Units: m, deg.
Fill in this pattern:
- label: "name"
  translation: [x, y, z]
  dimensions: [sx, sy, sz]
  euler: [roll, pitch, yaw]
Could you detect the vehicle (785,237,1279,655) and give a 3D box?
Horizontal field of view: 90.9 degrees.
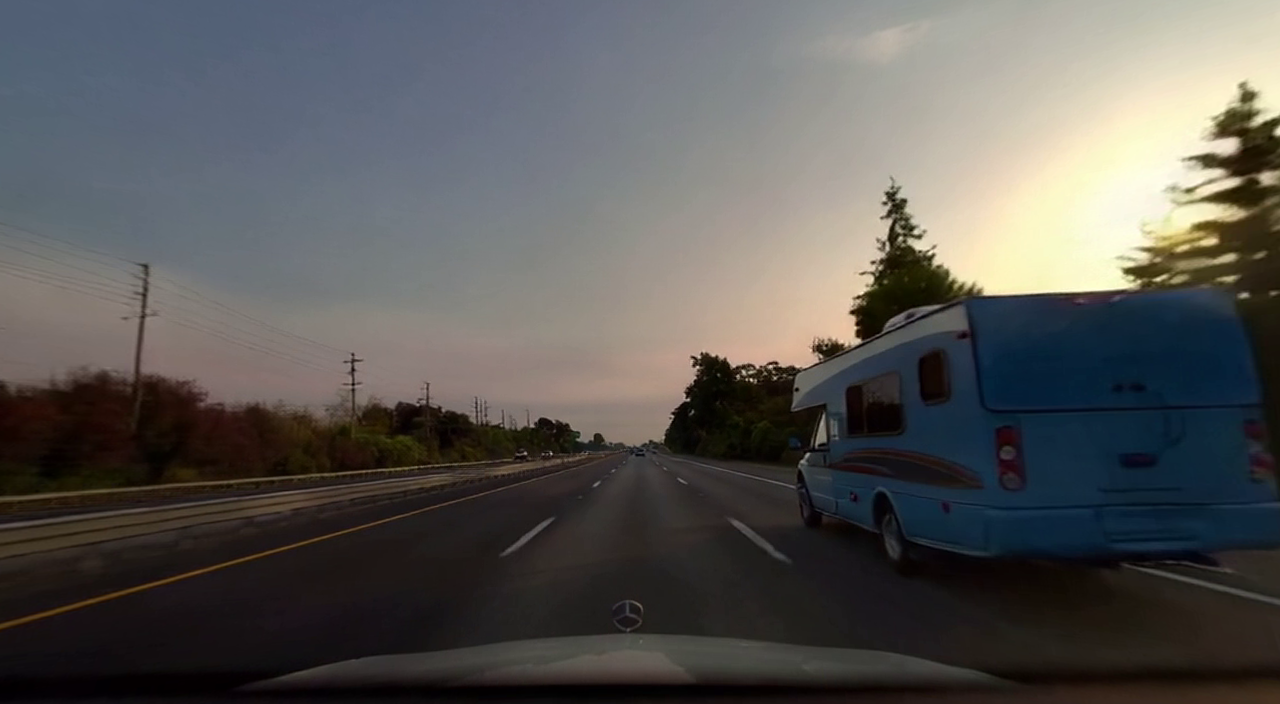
- label: "vehicle"
  translation: [3.768, 1.043, 7.339]
  dimensions: [2.556, 2.763, 6.287]
  euler: [0, -9, -1]
